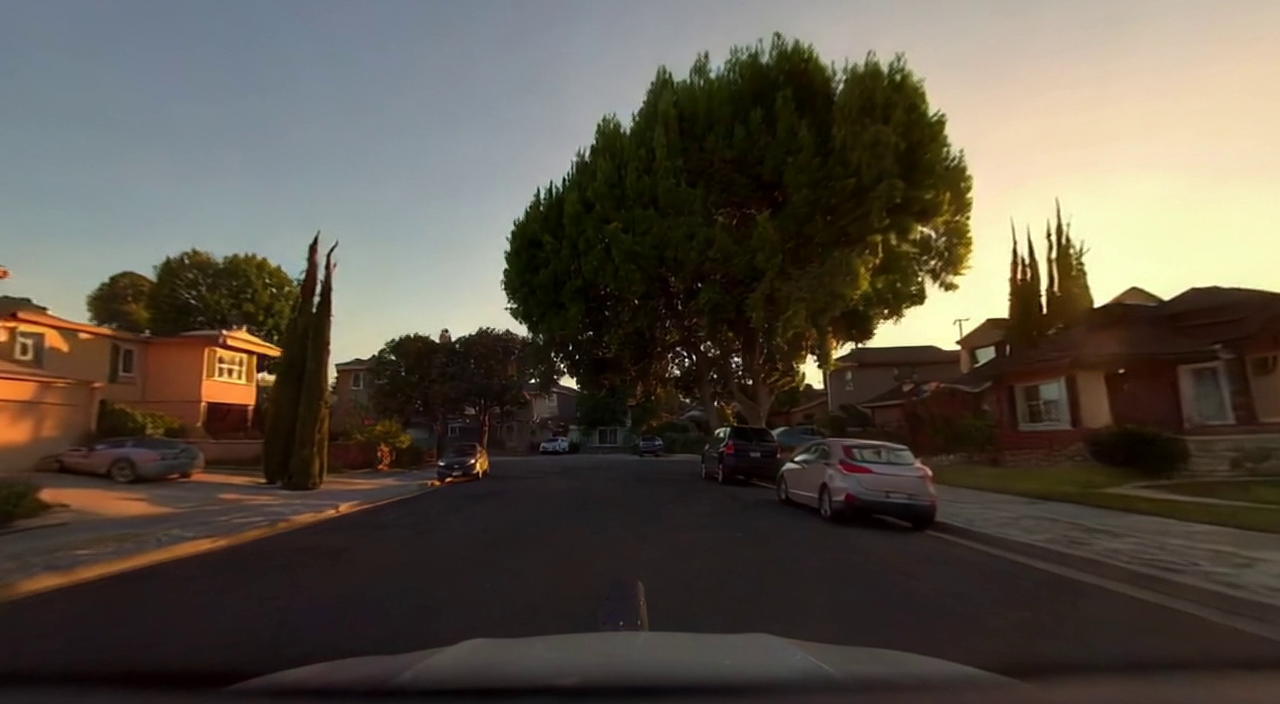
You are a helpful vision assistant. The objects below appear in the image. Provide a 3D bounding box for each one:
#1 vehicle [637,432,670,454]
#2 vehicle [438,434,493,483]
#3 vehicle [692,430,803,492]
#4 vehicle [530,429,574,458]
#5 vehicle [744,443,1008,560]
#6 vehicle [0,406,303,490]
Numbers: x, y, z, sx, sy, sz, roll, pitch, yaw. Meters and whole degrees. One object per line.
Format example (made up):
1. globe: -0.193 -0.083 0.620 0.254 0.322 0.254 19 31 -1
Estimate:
1. vehicle: 1.095 7.158 49.567 2.258 1.675 4.032 -1 -9 6
2. vehicle: -7.384 4.431 26.801 1.976 1.855 4.299 2 -8 -15
3. vehicle: 3.248 3.394 20.175 1.993 1.720 4.583 2 -8 -11
4. vehicle: -6.987 7.159 49.660 2.371 2.138 5.373 2 -8 -19
5. vehicle: 3.459 2.258 10.532 1.984 1.437 4.726 1 -8 -9
6. vehicle: -12.980 2.580 17.394 6.197 1.824 2.113 0 -8 -17
